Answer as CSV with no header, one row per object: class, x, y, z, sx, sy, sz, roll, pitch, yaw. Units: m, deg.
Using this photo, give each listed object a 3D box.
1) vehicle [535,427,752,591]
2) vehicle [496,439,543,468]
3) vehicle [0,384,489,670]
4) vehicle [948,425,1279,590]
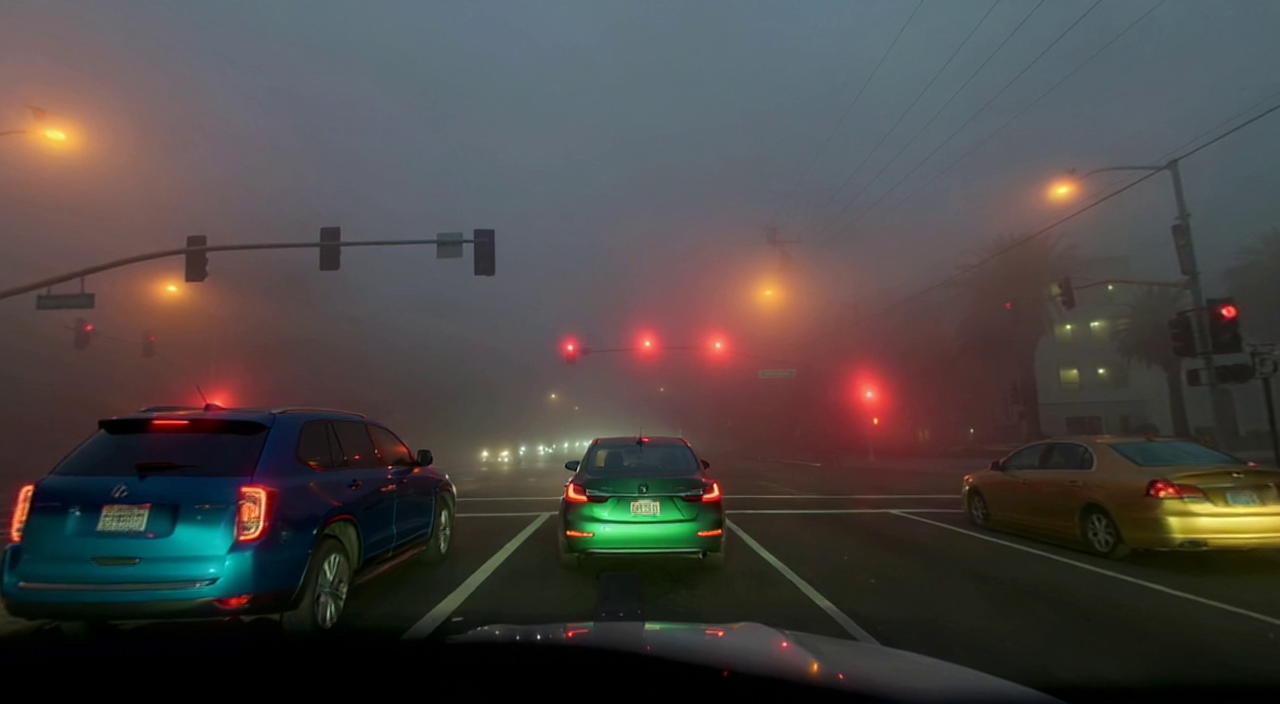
vehicle,-0.002,1.707,7.719,1.942,1.445,3.973,0,-8,-1
vehicle,-7.943,6.706,42.036,2.130,1.810,4.450,-2,-8,1
vehicle,-3.104,1.369,6.071,2.051,1.682,4.467,0,-8,2
vehicle,6.088,1.760,8.100,1.970,1.489,4.482,0,-8,-1
